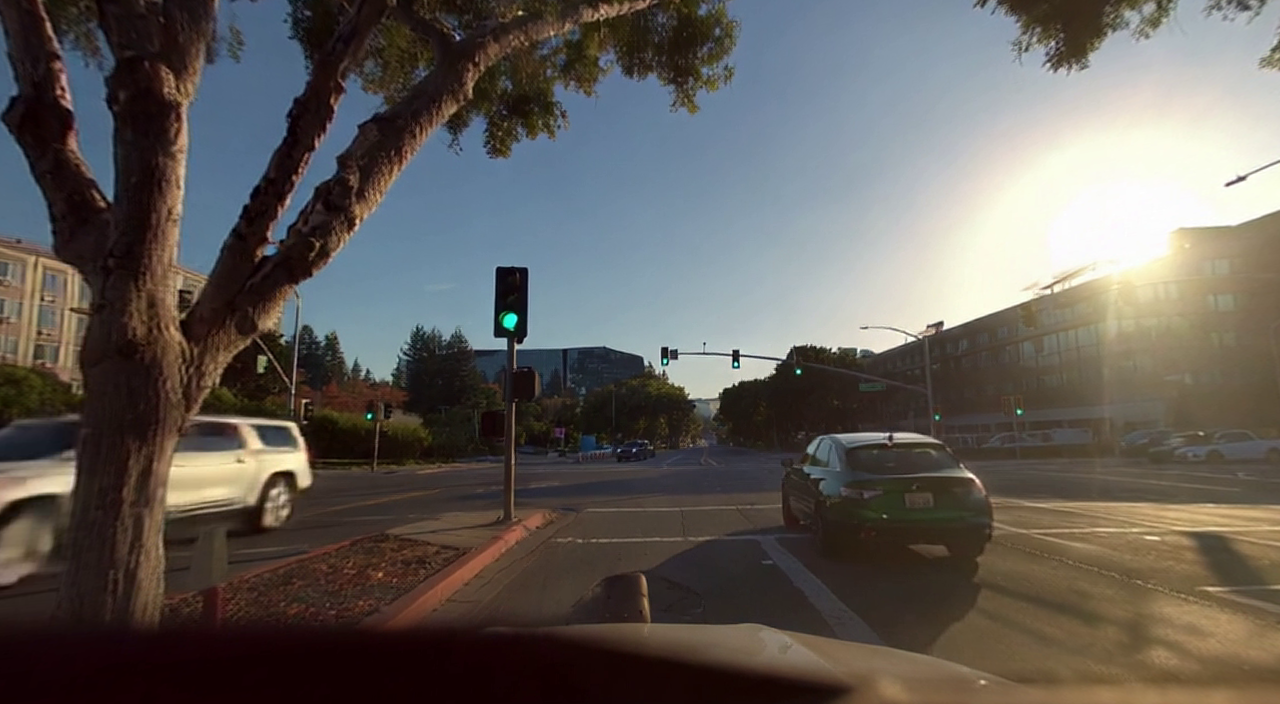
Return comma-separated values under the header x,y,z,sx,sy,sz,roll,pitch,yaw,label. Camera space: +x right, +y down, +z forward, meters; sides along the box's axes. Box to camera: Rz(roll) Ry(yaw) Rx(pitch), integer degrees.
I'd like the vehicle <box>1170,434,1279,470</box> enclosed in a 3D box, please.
x,y,z,sx,sy,sz,roll,pitch,yaw,label
26.267,4.353,27.683,4.644,1.470,1.922,1,-8,-10,vehicle

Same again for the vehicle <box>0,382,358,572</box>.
x,y,z,sx,sy,sz,roll,pitch,yaw,label
-8.895,2.138,11.920,2.775,2.246,9.043,0,-8,2,vehicle

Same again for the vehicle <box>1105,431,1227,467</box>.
x,y,z,sx,sy,sz,roll,pitch,yaw,label
25.909,4.771,31.135,4.441,1.674,2.035,1,-8,-8,vehicle

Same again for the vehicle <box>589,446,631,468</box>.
x,y,z,sx,sy,sz,roll,pitch,yaw,label
-2.070,7.481,45.263,2.076,1.476,3.873,-2,-8,12,vehicle

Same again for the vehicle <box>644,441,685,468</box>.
x,y,z,sx,sy,sz,roll,pitch,yaw,label
1.711,6.964,42.993,2.197,1.739,4.177,-2,-8,10,vehicle
